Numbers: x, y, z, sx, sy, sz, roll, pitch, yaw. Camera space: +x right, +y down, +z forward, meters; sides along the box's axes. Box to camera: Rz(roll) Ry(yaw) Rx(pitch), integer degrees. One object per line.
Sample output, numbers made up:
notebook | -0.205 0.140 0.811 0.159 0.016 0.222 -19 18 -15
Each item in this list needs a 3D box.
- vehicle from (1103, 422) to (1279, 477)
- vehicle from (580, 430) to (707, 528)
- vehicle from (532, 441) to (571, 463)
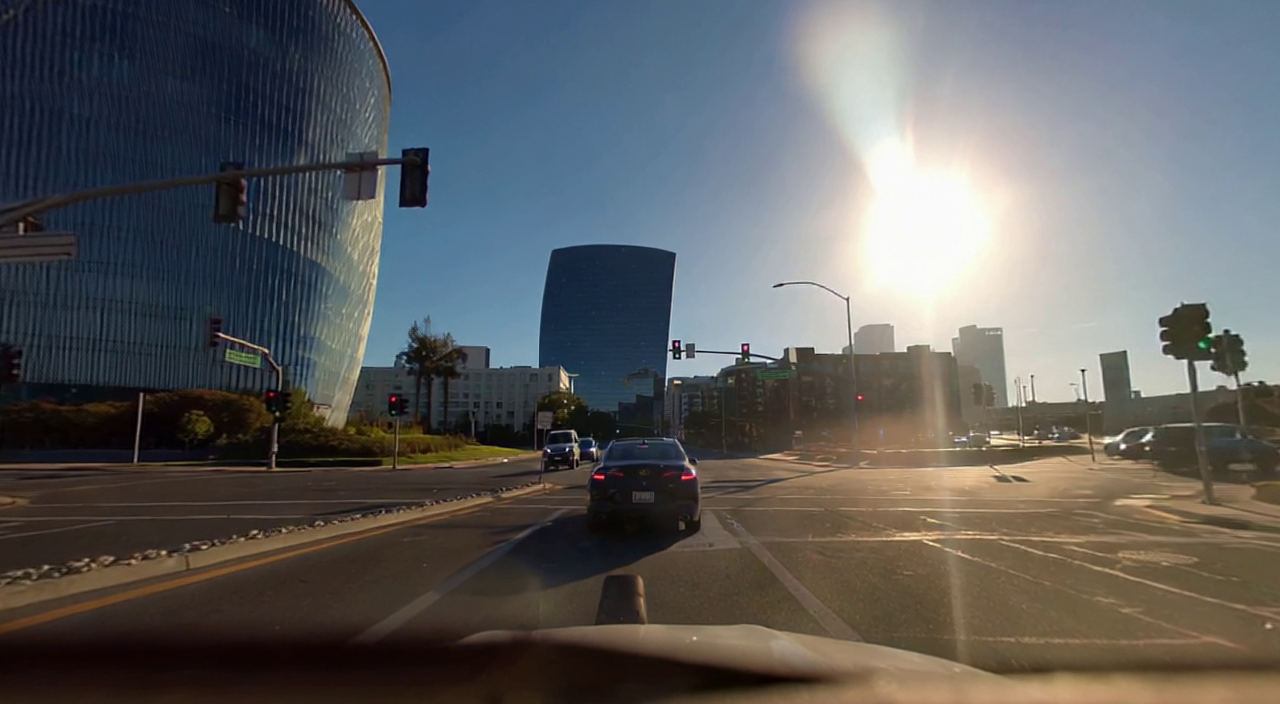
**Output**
vehicle | 19.197 3.396 21.946 4.739 1.749 2.174 2 -9 -11
vehicle | 0.161 2.330 12.105 2.014 1.525 4.197 0 -9 3
vehicle | -6.655 7.609 47.911 2.113 1.535 4.504 0 -9 2
